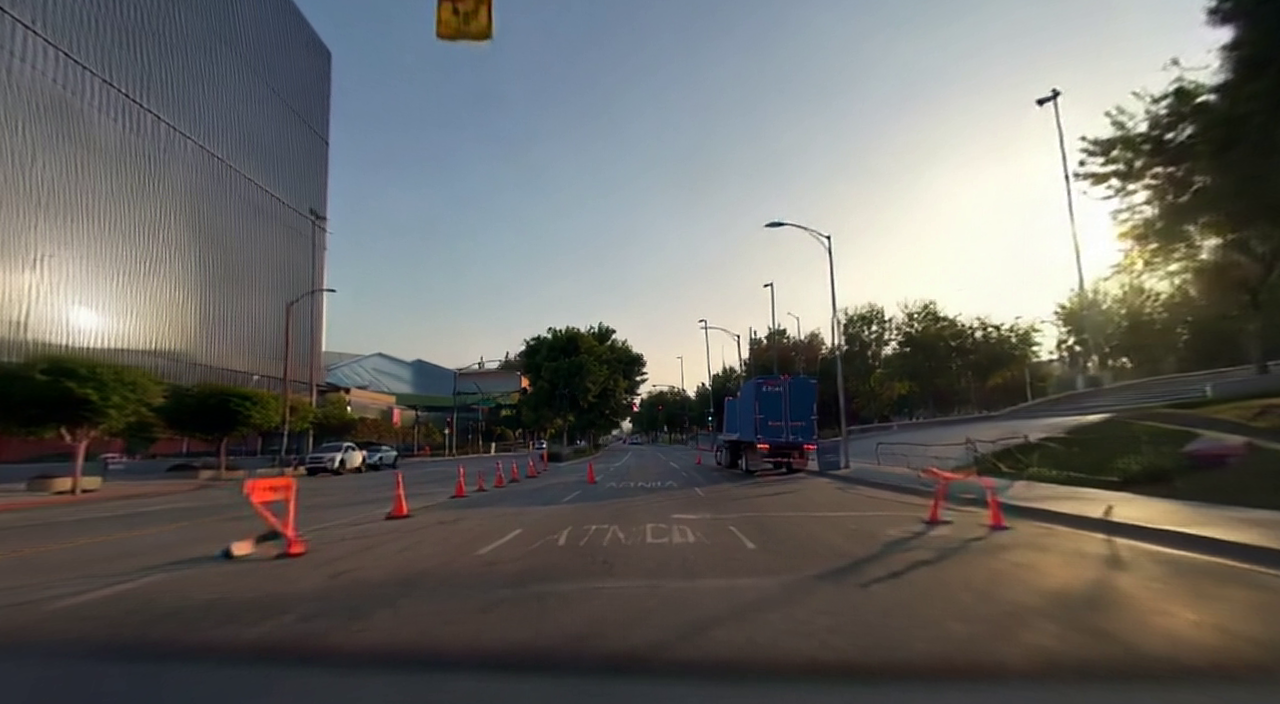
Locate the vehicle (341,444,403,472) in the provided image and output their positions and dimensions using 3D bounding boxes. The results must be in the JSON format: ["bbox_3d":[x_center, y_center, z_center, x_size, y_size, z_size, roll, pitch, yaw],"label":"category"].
[{"bbox_3d":[-16.914,6.686,40.138,1.925,1.665,4.893,0,-8,-1],"label":"vehicle"}]

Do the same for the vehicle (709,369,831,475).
[{"bbox_3d":[5.371,3.305,28.450,3.176,3.913,9.805,0,-8,-1],"label":"vehicle"}]

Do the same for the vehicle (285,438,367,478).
[{"bbox_3d":[-16.888,5.700,34.277,1.937,1.984,4.928,0,-8,0],"label":"vehicle"}]
